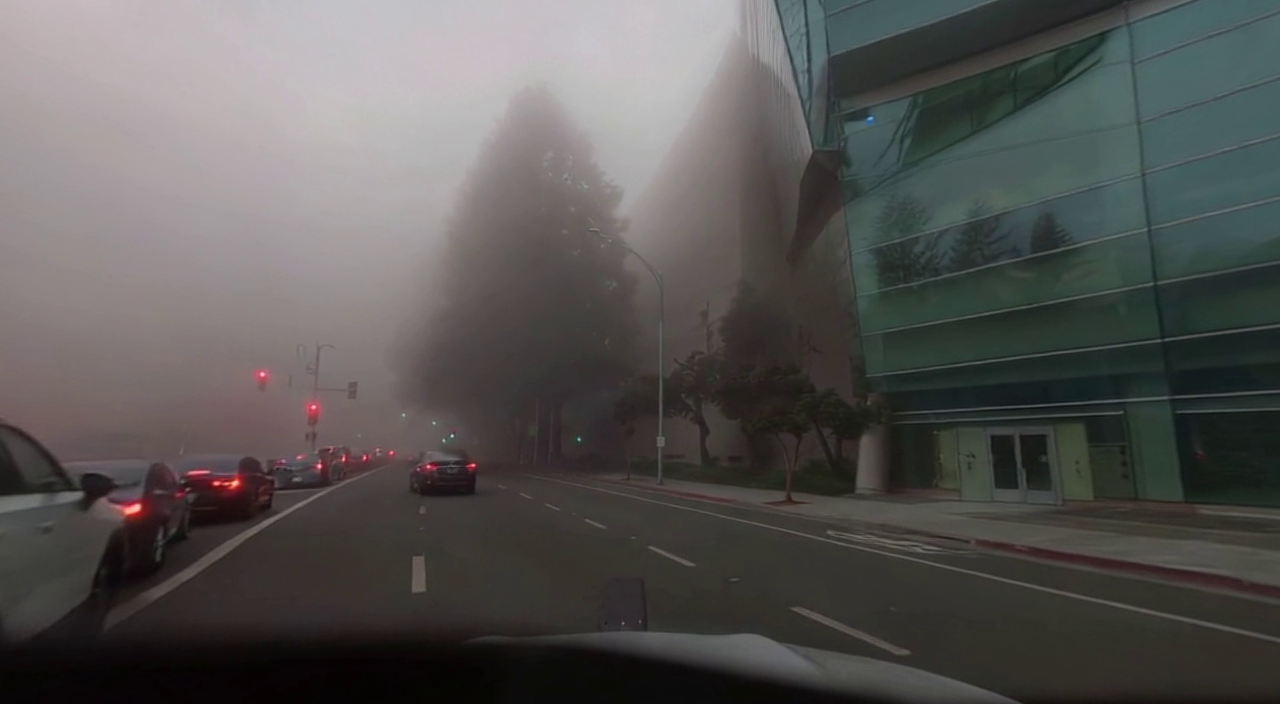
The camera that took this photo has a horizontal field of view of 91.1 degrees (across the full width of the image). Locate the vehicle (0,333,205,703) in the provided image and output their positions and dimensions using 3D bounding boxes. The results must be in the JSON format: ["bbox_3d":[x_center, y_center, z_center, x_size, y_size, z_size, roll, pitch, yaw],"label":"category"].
[{"bbox_3d":[-4.585,1.082,4.044,2.275,1.819,4.883,4,-10,-28],"label":"vehicle"}]

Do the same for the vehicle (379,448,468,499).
[{"bbox_3d":[-7.652,4.109,21.819,2.205,1.537,4.895,4,-9,-27],"label":"vehicle"}]
